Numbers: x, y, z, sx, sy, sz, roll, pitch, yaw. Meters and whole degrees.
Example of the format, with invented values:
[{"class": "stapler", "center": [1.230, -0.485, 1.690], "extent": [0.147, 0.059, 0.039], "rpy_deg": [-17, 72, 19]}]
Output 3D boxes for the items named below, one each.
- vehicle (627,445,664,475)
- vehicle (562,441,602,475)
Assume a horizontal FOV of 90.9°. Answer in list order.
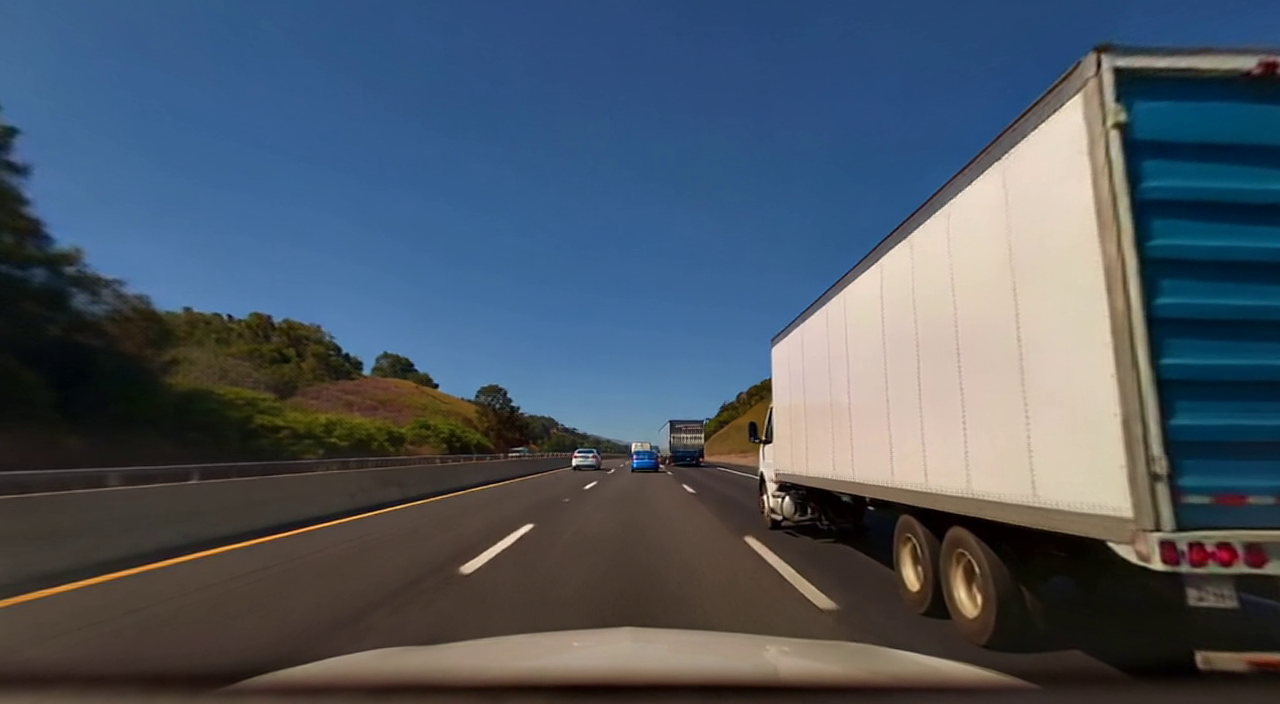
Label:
[{"class": "vehicle", "center": [0.381, 6.773, 39.616], "extent": [2.166, 1.747, 4.299], "rpy_deg": [-1, -9, 1]}, {"class": "vehicle", "center": [-3.625, 6.701, 40.025], "extent": [1.955, 2.004, 4.792], "rpy_deg": [-1, -9, 1]}]
